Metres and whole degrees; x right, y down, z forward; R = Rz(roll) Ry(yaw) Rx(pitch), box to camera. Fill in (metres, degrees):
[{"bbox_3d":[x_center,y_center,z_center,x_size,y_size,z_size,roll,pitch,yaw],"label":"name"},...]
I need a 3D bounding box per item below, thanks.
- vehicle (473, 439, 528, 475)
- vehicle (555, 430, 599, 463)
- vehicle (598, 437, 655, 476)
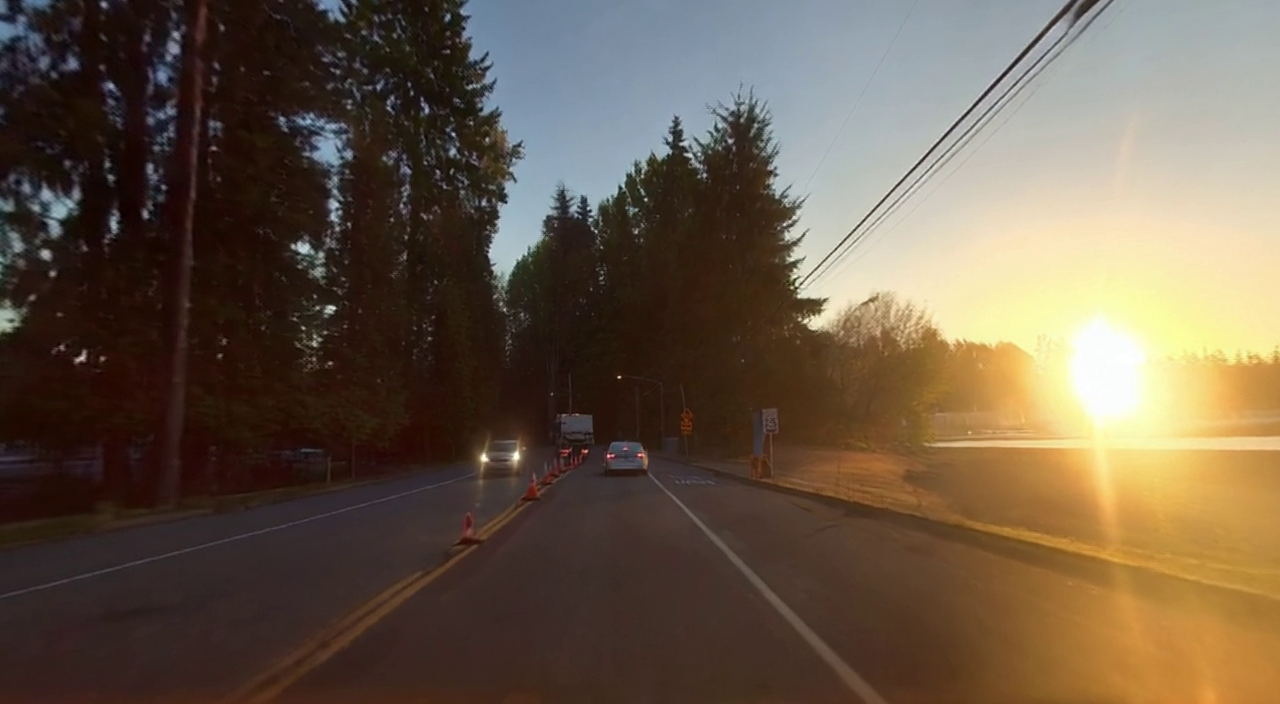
[{"bbox_3d":[-6.287,4.779,28.963,2.019,1.492,4.091,1,-8,-6],"label":"vehicle"},{"bbox_3d":[-4.281,6.358,42.647,2.671,2.053,6.074,1,-9,-6],"label":"vehicle"},{"bbox_3d":[-0.574,4.298,26.277,2.186,1.463,4.356,0,-8,-2],"label":"vehicle"}]
